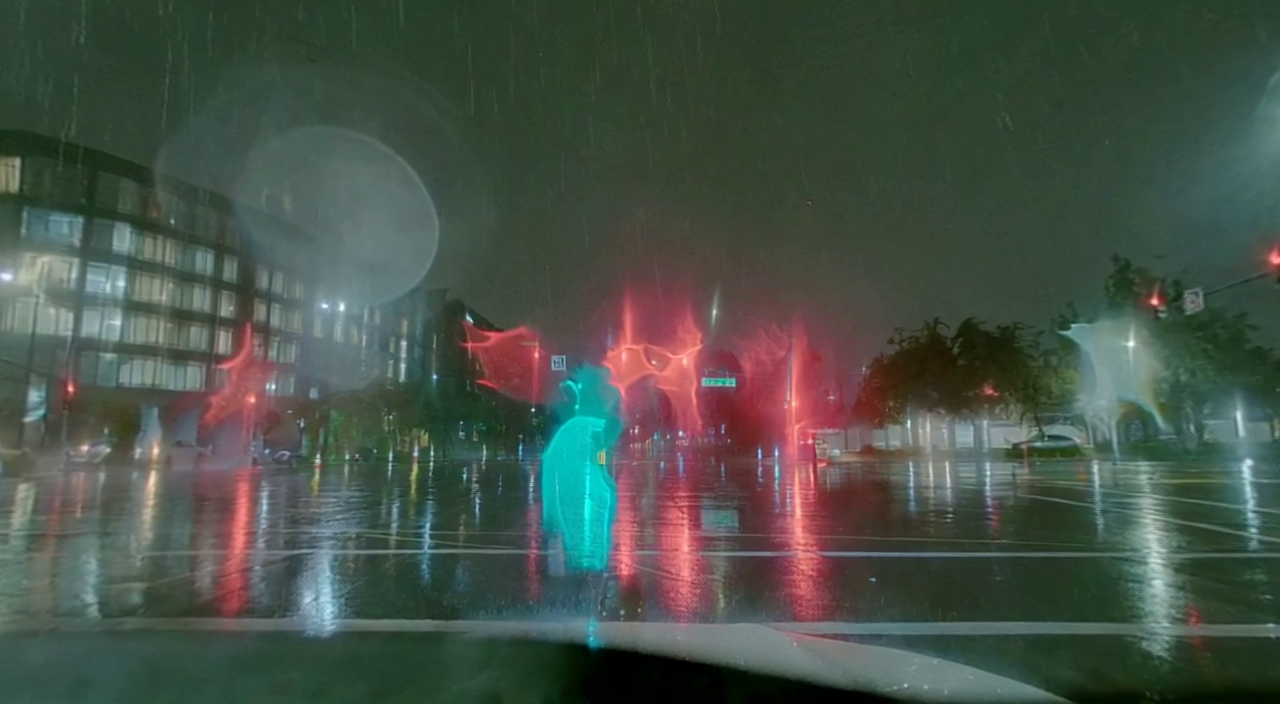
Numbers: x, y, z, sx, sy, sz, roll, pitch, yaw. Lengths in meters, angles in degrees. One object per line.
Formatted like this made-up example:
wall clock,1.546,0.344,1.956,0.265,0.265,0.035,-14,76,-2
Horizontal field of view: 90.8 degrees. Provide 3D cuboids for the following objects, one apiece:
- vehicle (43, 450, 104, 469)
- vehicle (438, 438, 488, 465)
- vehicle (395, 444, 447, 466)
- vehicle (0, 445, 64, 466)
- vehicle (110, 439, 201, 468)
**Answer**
vehicle,-41.587,7.890,46.452,1.552,1.339,3.340,0,-8,-4
vehicle,-11.983,6.742,42.986,2.080,1.763,4.341,0,-8,1
vehicle,-15.478,7.293,44.877,2.056,1.450,4.343,0,-8,0
vehicle,-45.255,7.626,46.646,1.858,1.467,3.624,0,-8,1
vehicle,-34.907,7.310,45.771,2.204,1.955,5.518,0,-8,0
